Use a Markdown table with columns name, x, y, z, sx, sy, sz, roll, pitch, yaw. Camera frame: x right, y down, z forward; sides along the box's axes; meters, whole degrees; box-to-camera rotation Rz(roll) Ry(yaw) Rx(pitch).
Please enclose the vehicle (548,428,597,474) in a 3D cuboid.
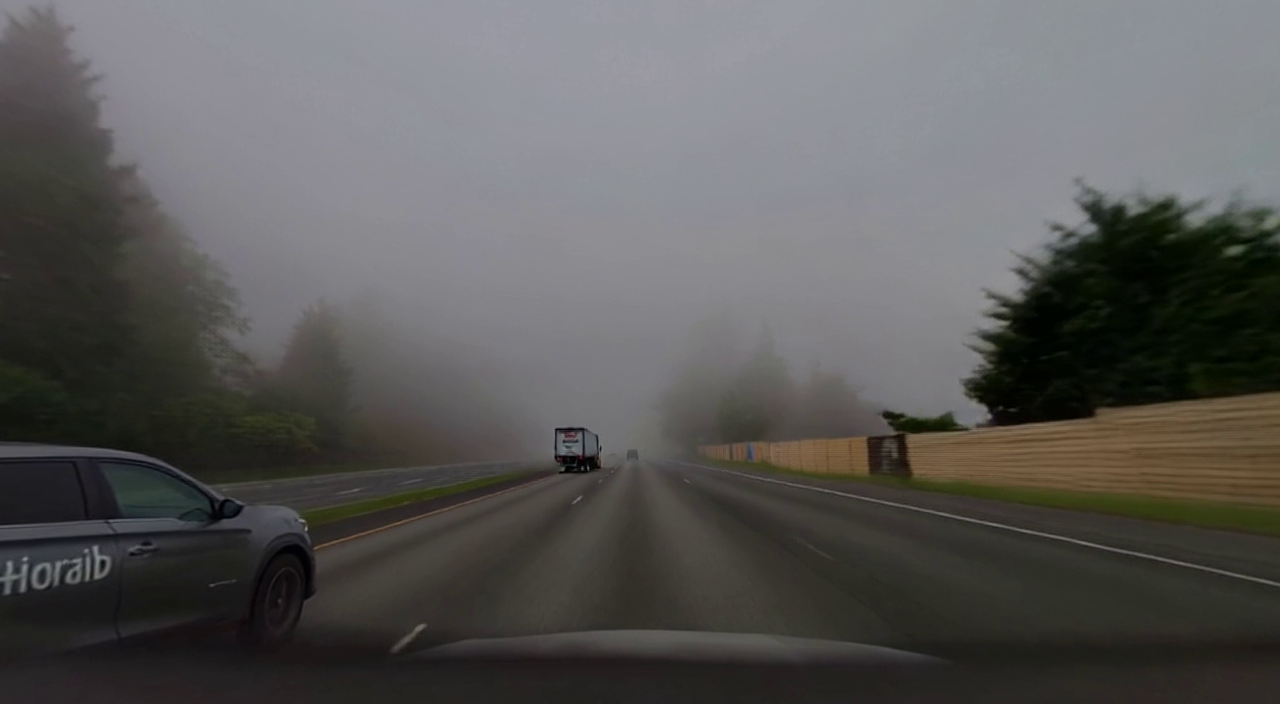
| name | x | y | z | sx | sy | sz | roll | pitch | yaw |
| --- | --- | --- | --- | --- | --- | --- | --- | --- | --- |
| vehicle | -3.977 | 5.992 | 38.090 | 2.305 | 2.517 | 5.486 | -1 | -9 | 0 |
